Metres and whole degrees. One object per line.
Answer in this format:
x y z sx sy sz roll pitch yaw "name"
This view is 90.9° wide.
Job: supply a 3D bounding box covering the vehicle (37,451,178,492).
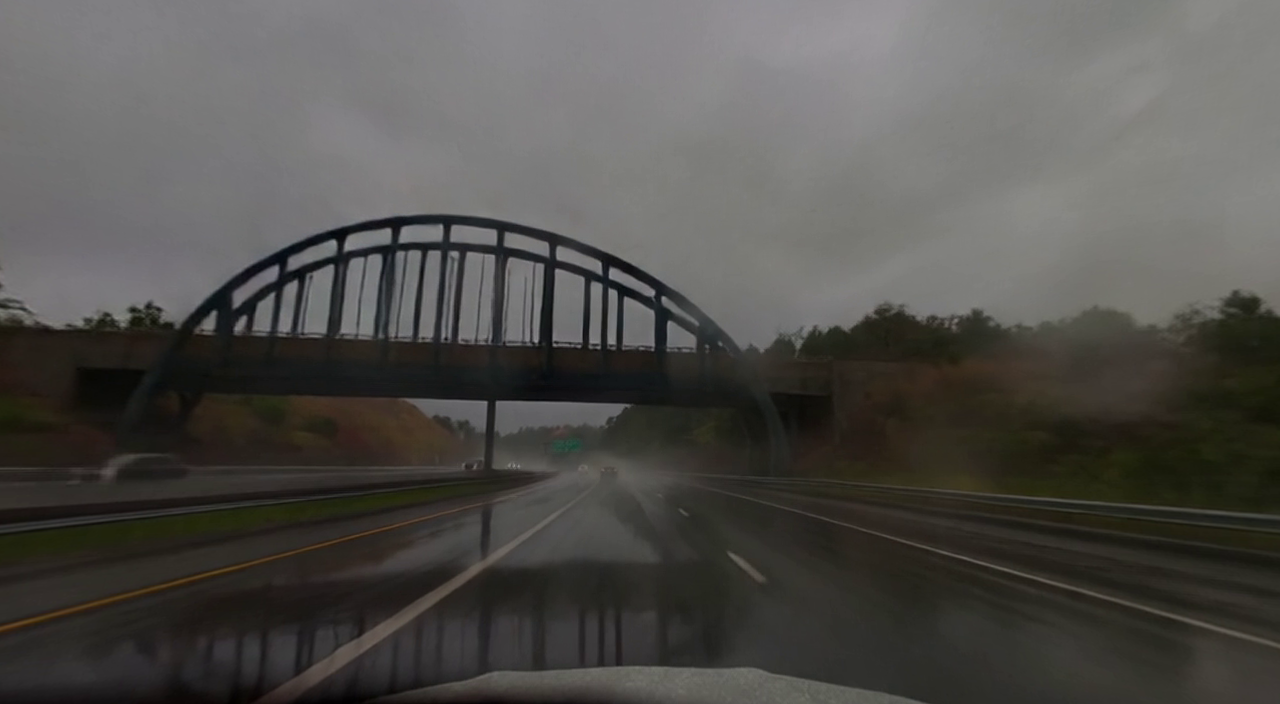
-20.361 4.609 24.374 1.800 1.436 4.207 1 -10 -1 "vehicle"
